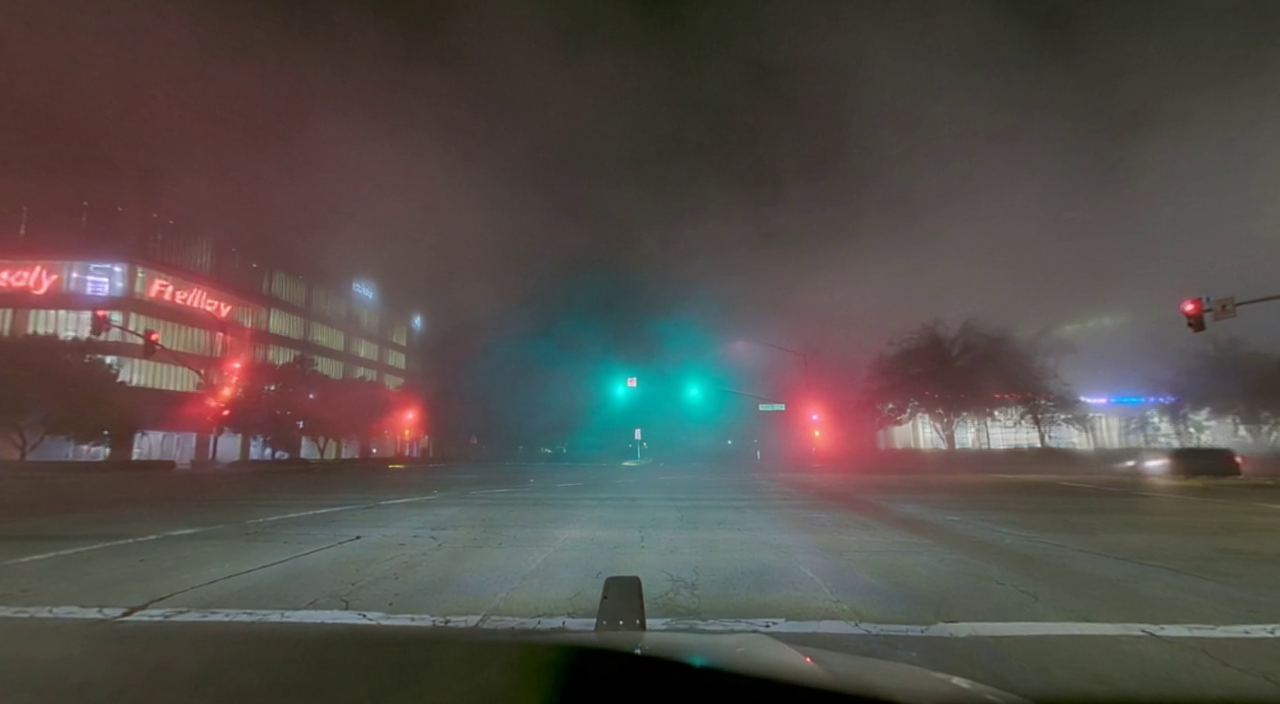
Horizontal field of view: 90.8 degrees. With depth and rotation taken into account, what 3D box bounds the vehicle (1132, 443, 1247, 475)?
[{"bbox_3d":[30.718,5.966,35.405,4.639,1.699,2.030,0,-9,-3],"label":"vehicle"}]
